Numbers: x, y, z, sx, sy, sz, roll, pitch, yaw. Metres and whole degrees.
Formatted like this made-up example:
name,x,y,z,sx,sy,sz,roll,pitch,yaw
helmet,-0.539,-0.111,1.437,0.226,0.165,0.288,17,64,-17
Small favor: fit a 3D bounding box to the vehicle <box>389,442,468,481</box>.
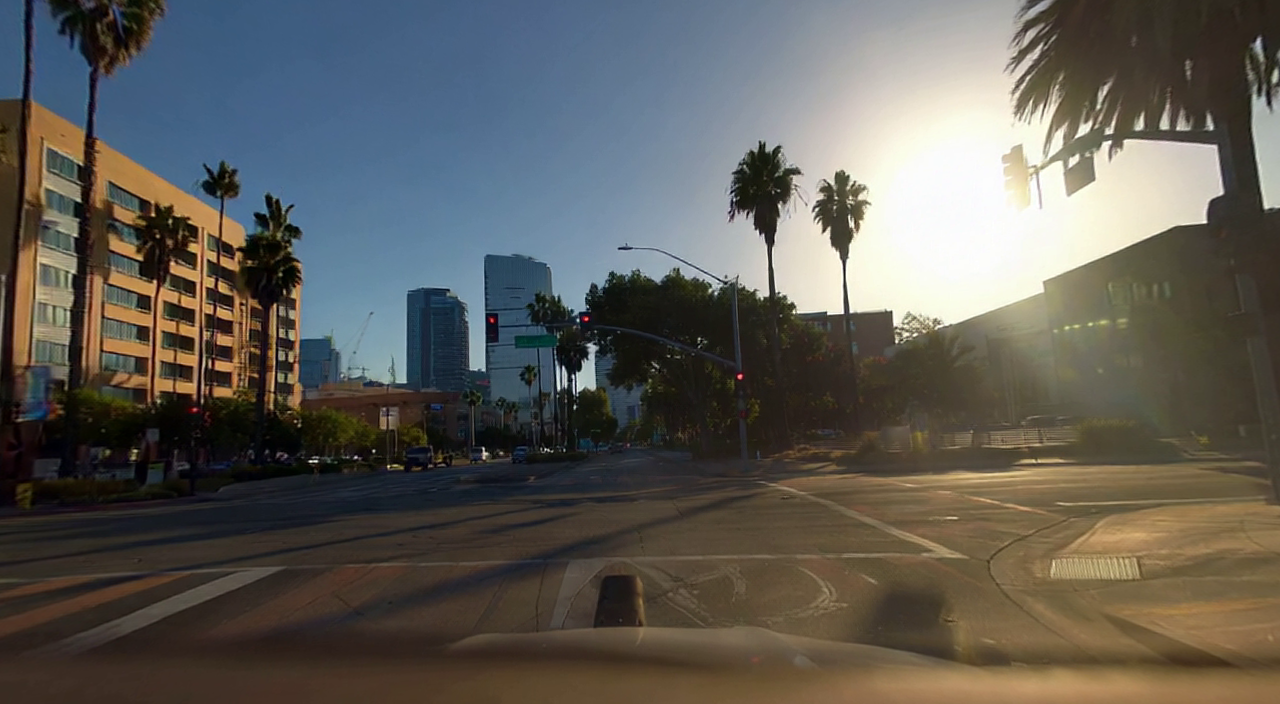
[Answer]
name,x,y,z,sx,sy,sz,roll,pitch,yaw
vehicle,-10.742,5.587,32.370,2.270,1.833,4.860,0,-9,1
